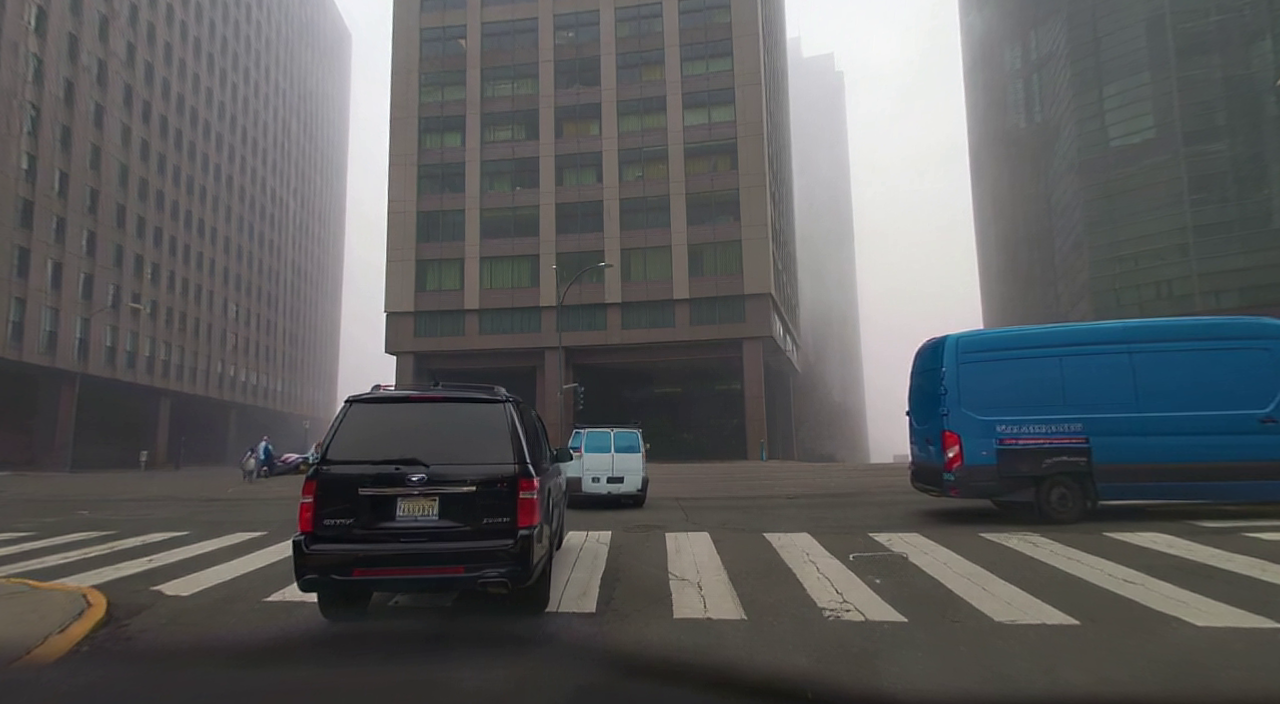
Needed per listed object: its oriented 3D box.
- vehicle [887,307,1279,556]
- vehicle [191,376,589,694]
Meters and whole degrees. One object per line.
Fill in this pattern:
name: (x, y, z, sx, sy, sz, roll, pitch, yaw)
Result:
vehicle: (7.248, 1.022, 8.217, 6.932, 2.753, 2.446, 0, -8, 1)
vehicle: (-1.651, 1.318, 5.708, 2.144, 1.733, 4.115, 1, -9, -8)
